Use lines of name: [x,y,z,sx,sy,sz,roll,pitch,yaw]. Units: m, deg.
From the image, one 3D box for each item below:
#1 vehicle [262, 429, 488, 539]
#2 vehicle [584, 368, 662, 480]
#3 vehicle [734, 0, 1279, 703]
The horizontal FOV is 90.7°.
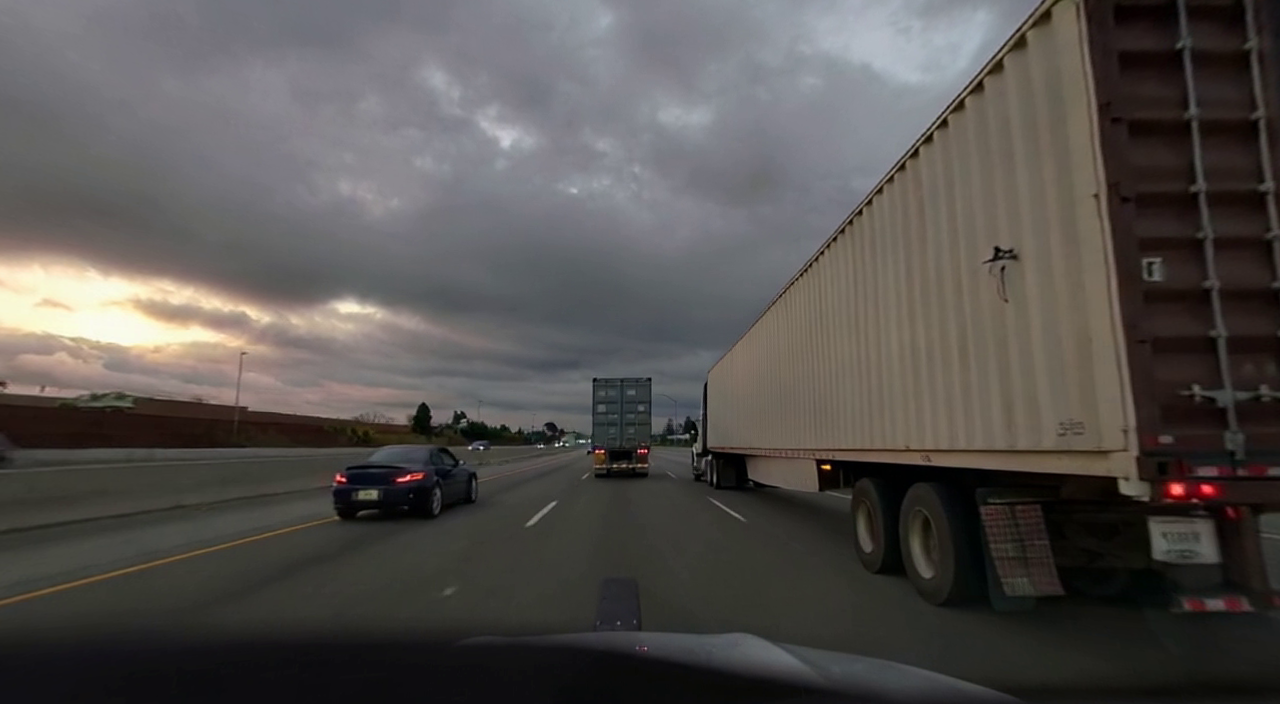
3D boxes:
vehicle: [-4.185,2.155,11.007,1.994,1.471,4.591,0,-9,-1]
vehicle: [-0.567,3.512,29.146,2.841,4.071,12.046,0,-9,1]
vehicle: [3.763,0.521,8.617,2.803,4.072,12.744,0,-9,-1]
